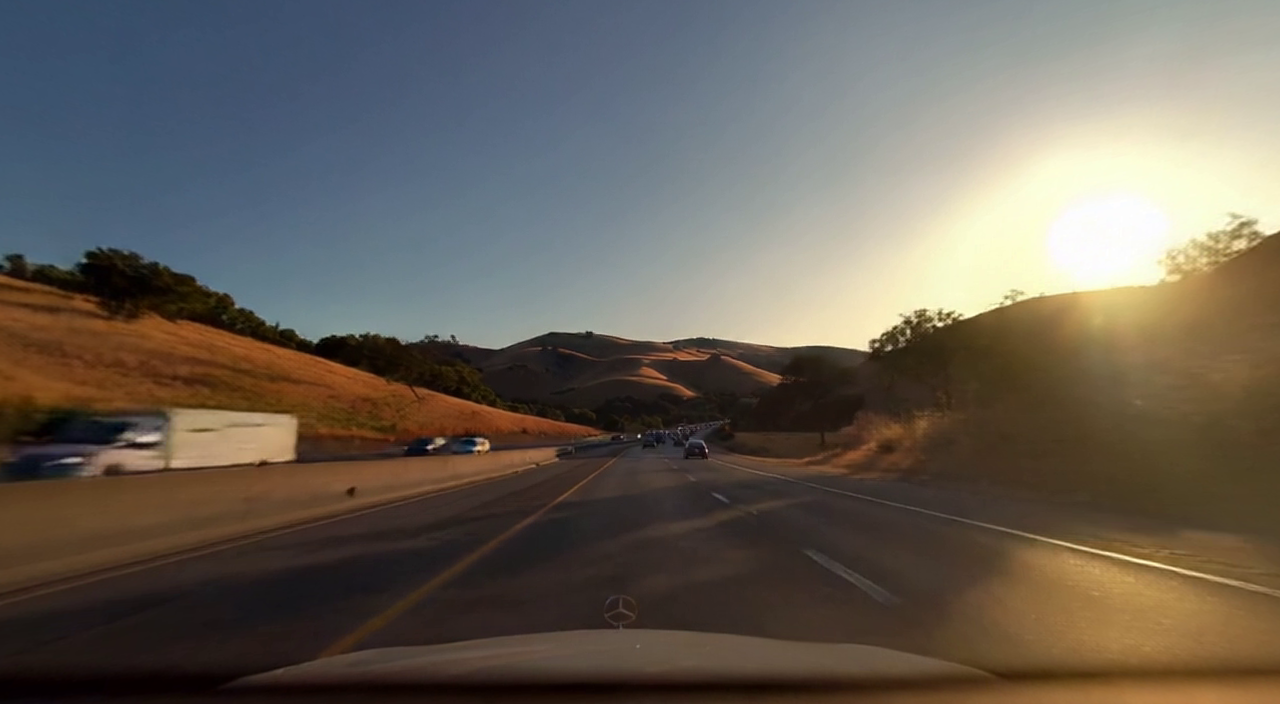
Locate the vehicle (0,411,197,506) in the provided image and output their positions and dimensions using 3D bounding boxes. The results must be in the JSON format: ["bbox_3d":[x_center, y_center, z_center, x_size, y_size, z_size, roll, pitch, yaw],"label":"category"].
[{"bbox_3d":[-14.693,2.598,15.678,2.671,1.976,6.166,0,-8,2],"label":"vehicle"}]

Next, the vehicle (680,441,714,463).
[{"bbox_3d":[3.960,7.079,44.681,1.943,1.490,4.246,0,-8,-1],"label":"vehicle"}]

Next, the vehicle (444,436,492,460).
[{"bbox_3d":[-13.074,7.311,48.074,2.098,1.724,4.494,0,-8,4],"label":"vehicle"}]
